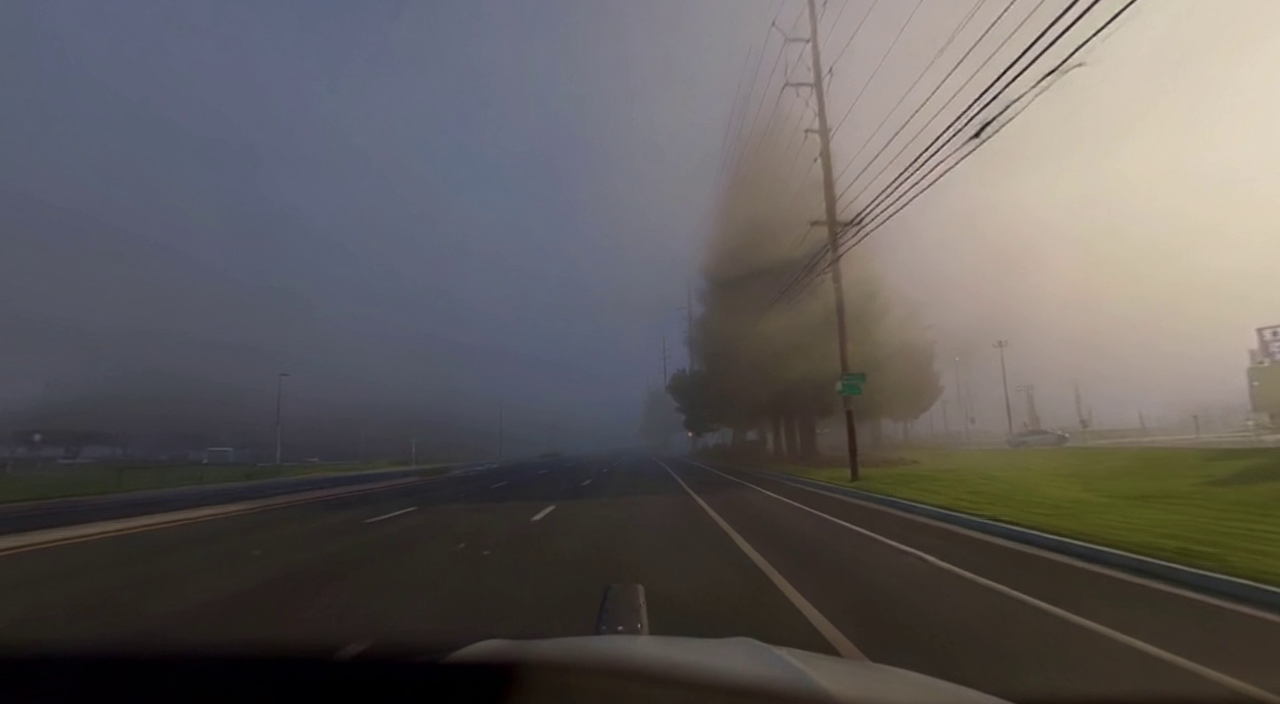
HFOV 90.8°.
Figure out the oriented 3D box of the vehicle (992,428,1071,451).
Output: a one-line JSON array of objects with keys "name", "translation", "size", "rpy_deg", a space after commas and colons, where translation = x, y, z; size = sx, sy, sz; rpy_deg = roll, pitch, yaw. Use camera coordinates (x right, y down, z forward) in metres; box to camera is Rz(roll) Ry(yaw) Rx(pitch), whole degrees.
[{"name": "vehicle", "translation": [25.434, 5.737, 41.283], "size": [1.996, 1.442, 4.785], "rpy_deg": [0, -8, -2]}]
